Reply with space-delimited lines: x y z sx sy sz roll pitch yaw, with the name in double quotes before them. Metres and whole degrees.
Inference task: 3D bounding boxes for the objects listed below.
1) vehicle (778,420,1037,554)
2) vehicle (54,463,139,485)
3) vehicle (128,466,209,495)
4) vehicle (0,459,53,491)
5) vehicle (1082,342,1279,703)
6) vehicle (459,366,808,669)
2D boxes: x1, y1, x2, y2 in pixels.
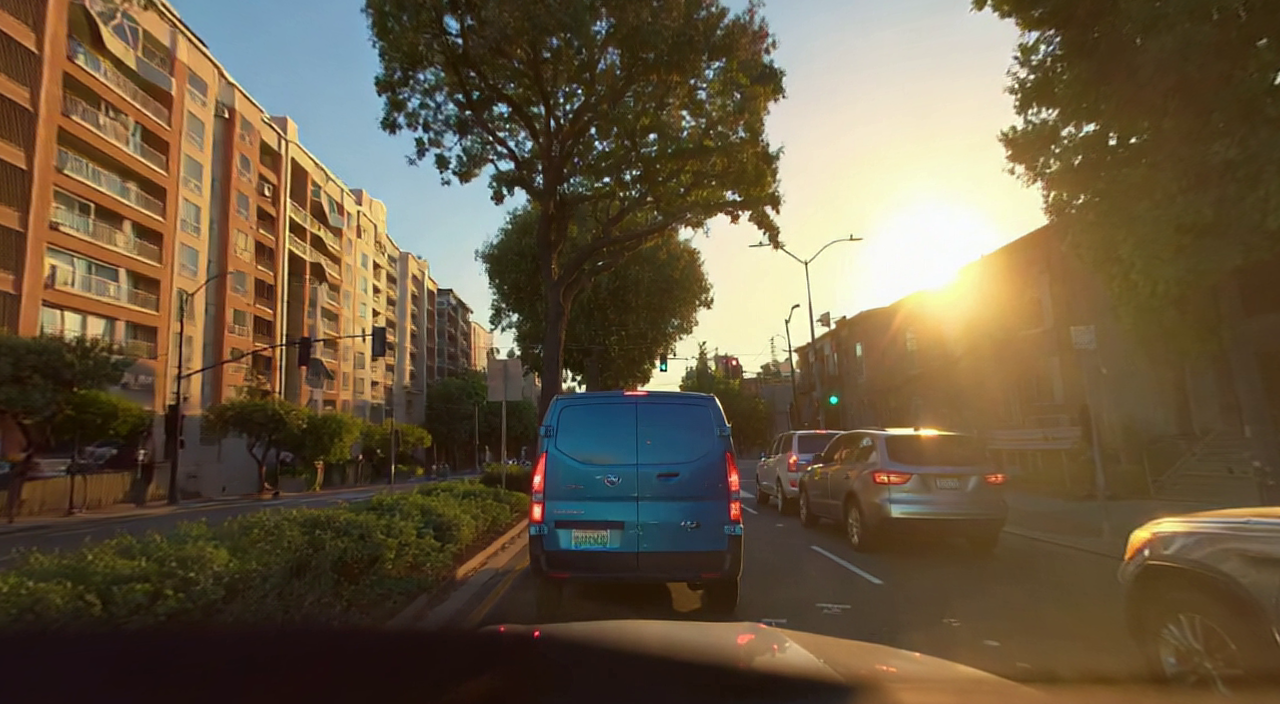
"vehicle" 3.919 2.065 10.412 2.061 1.676 4.734 0 -9 -2
"vehicle" -38.456 8.631 44.646 4.396 1.458 1.809 -1 -9 2
"vehicle" -33.248 9.073 44.534 4.292 1.492 1.772 -6 -14 -1
"vehicle" -35.518 6.840 35.174 3.843 1.680 1.782 -1 -9 5
"vehicle" 3.806 0.695 1.751 2.157 1.748 4.130 0 -9 1
"vehicle" -0.037 1.320 6.045 2.101 1.828 4.270 0 -9 0
